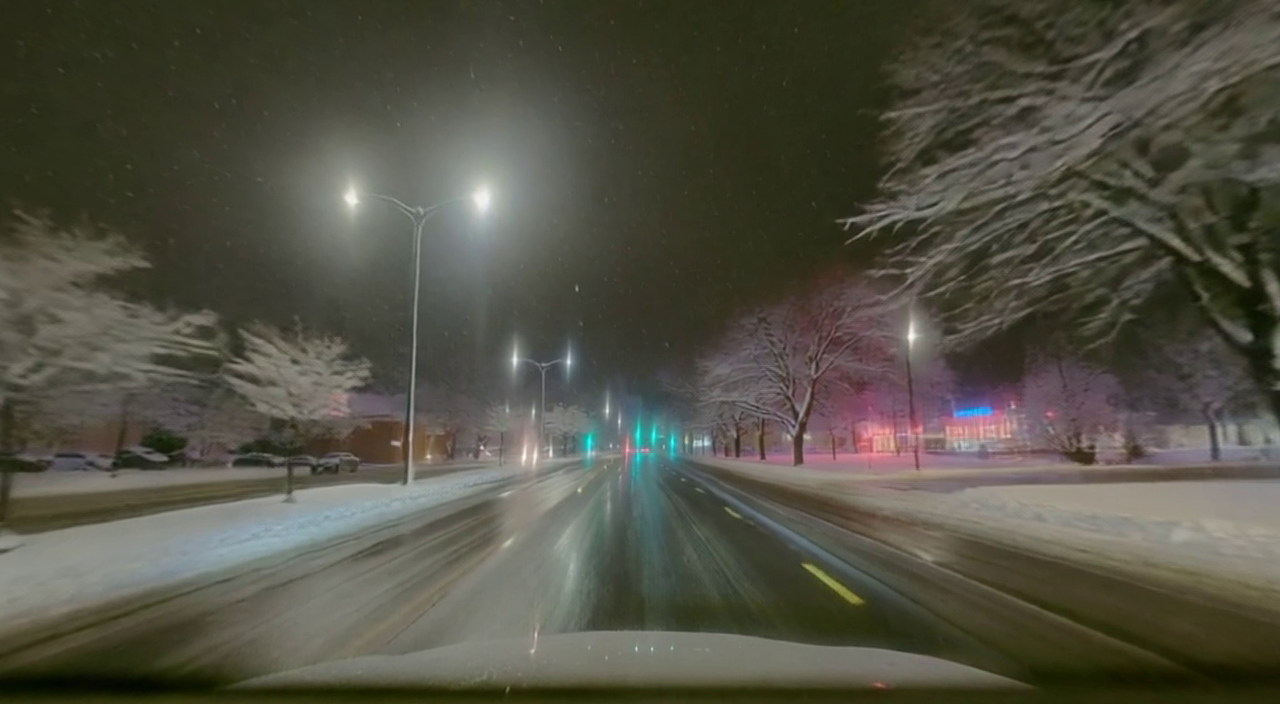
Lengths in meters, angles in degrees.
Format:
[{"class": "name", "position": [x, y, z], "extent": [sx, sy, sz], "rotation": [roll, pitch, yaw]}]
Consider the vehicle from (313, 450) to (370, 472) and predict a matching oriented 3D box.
[{"class": "vehicle", "position": [-22.678, 8.268, 48.162], "extent": [1.864, 1.510, 4.664], "rotation": [0, -9, 2]}]
